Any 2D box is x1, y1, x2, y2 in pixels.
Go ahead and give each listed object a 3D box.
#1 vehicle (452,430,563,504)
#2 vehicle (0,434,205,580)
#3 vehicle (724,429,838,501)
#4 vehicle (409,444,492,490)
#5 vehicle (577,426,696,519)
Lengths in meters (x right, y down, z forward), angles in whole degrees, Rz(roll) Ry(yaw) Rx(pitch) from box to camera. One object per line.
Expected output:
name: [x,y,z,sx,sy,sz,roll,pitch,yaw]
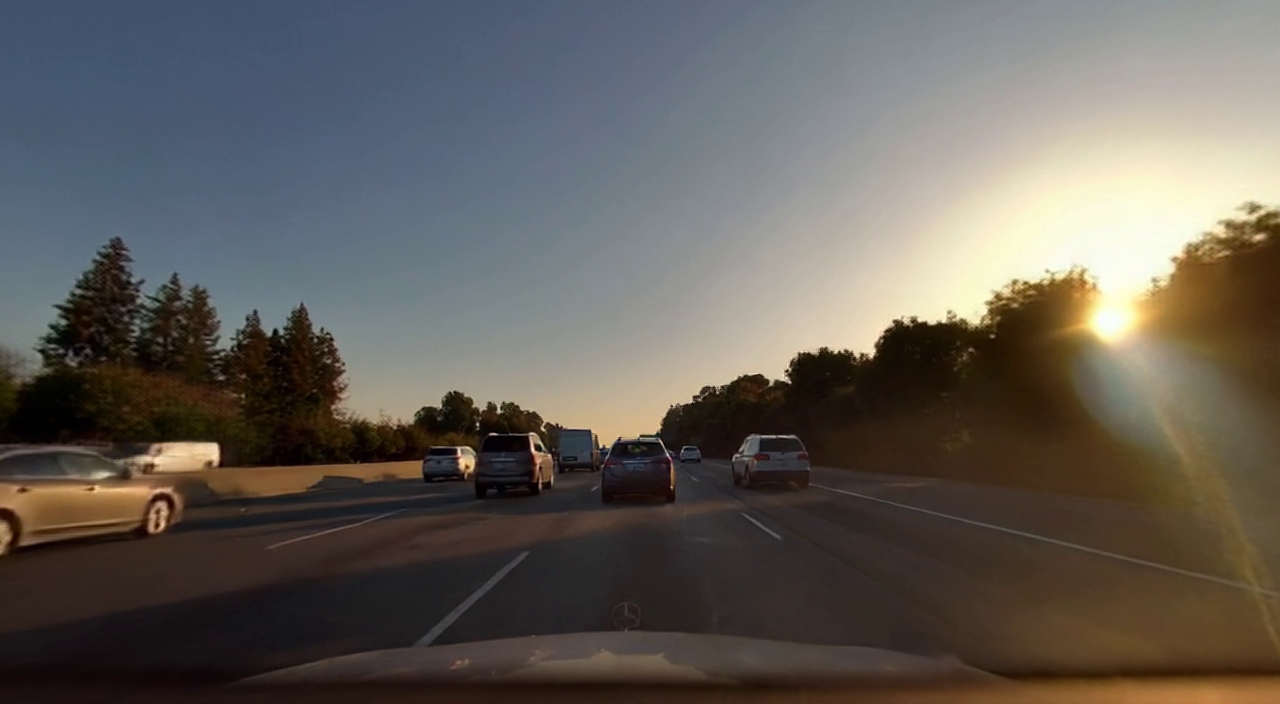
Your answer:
vehicle: [-3.531,3.158,17.703,2.142,1.808,4.266,0,-9,1]
vehicle: [-7.720,1.761,7.467,1.927,1.514,4.474,0,-9,0]
vehicle: [3.974,3.284,18.802,2.175,1.830,5.173,0,-9,0]
vehicle: [-7.181,4.377,24.343,1.931,1.617,4.060,0,-9,0]
vehicle: [-0.035,2.581,13.986,2.223,1.722,4.177,0,-9,1]
